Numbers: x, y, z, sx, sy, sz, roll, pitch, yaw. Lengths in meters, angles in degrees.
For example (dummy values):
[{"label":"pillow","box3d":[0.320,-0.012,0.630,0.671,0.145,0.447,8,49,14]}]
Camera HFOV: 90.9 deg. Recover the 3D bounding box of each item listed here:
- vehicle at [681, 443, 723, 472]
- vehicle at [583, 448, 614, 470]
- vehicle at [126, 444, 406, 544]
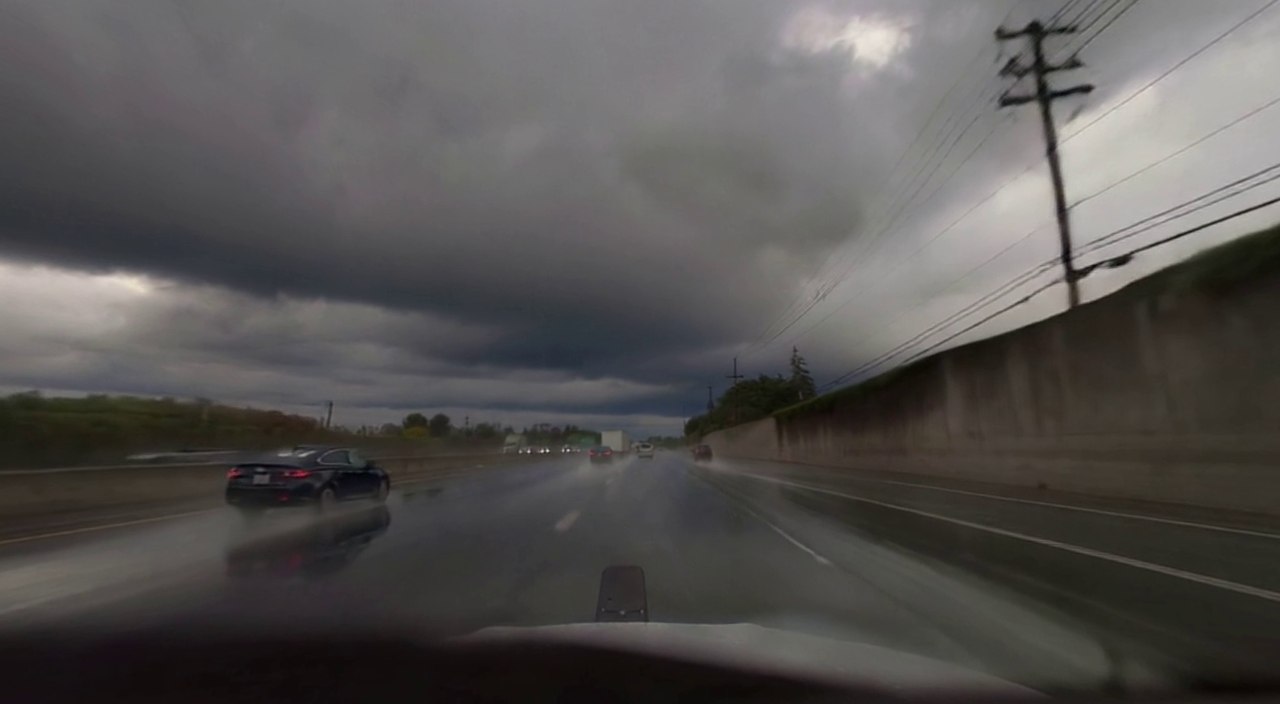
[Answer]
[{"label":"vehicle","box3d":[3.986,6.906,41.441,2.214,1.799,4.627,0,-9,-1]},{"label":"vehicle","box3d":[-2.998,7.800,46.129,2.004,1.498,4.043,0,-9,0]},{"label":"vehicle","box3d":[-6.455,2.490,11.834,2.127,1.446,5.008,0,-9,1]}]
